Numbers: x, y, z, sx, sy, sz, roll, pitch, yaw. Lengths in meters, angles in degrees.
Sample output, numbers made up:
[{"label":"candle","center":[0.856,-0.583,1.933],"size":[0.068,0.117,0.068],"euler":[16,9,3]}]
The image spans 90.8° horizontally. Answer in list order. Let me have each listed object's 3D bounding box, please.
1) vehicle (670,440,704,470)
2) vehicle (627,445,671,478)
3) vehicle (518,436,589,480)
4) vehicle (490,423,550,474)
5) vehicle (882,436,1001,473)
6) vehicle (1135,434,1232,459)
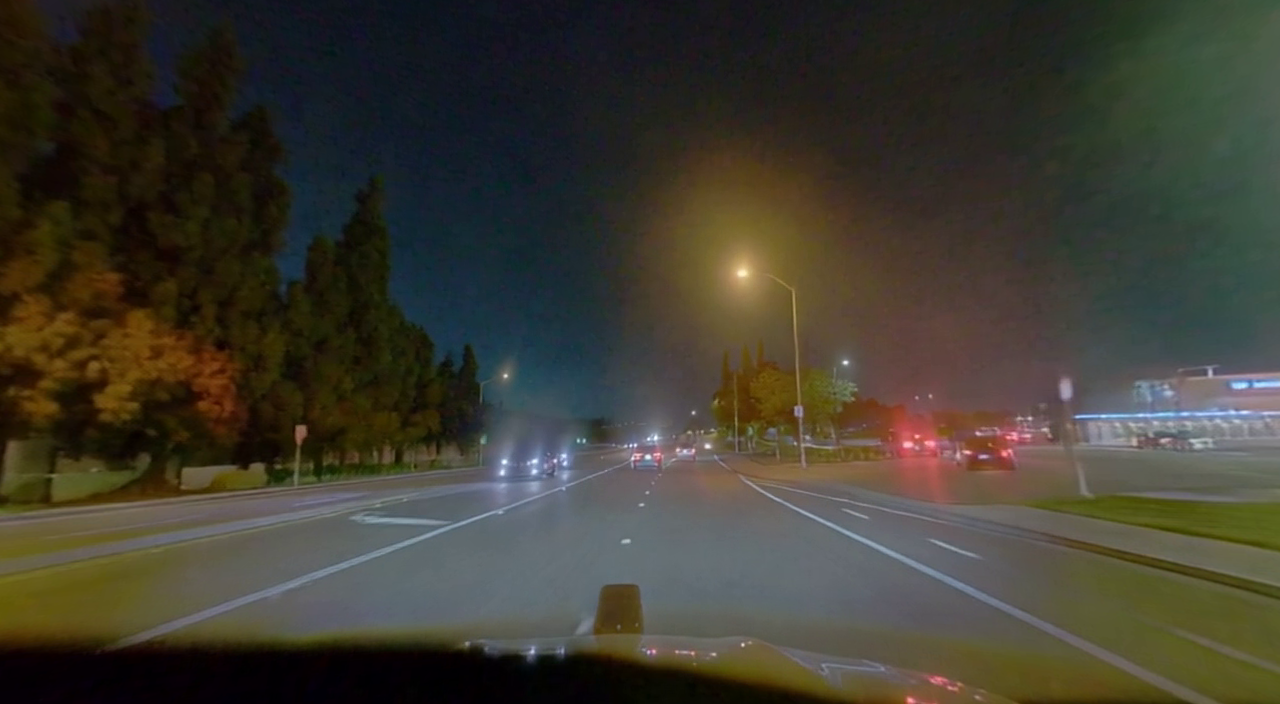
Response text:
[{"label":"vehicle","center":[2.956,6.540,40.293],"size":[2.046,1.768,4.370],"euler":[0,-8,3]},{"label":"vehicle","center":[0.435,5.102,29.695],"size":[1.917,1.418,3.987],"euler":[0,-8,1]},{"label":"vehicle","center":[-3.994,5.036,30.390],"size":[2.298,1.905,5.777],"euler":[-1,-8,3]},{"label":"vehicle","center":[-7.317,5.993,39.328],"size":[2.251,2.944,5.835],"euler":[-1,-8,3]},{"label":"vehicle","center":[18.143,6.201,39.161],"size":[2.618,1.565,11.353],"euler":[-4,-7,4]},{"label":"vehicle","center":[32.147,5.612,37.416],"size":[4.202,1.432,1.934],"euler":[1,-9,-7]}]
